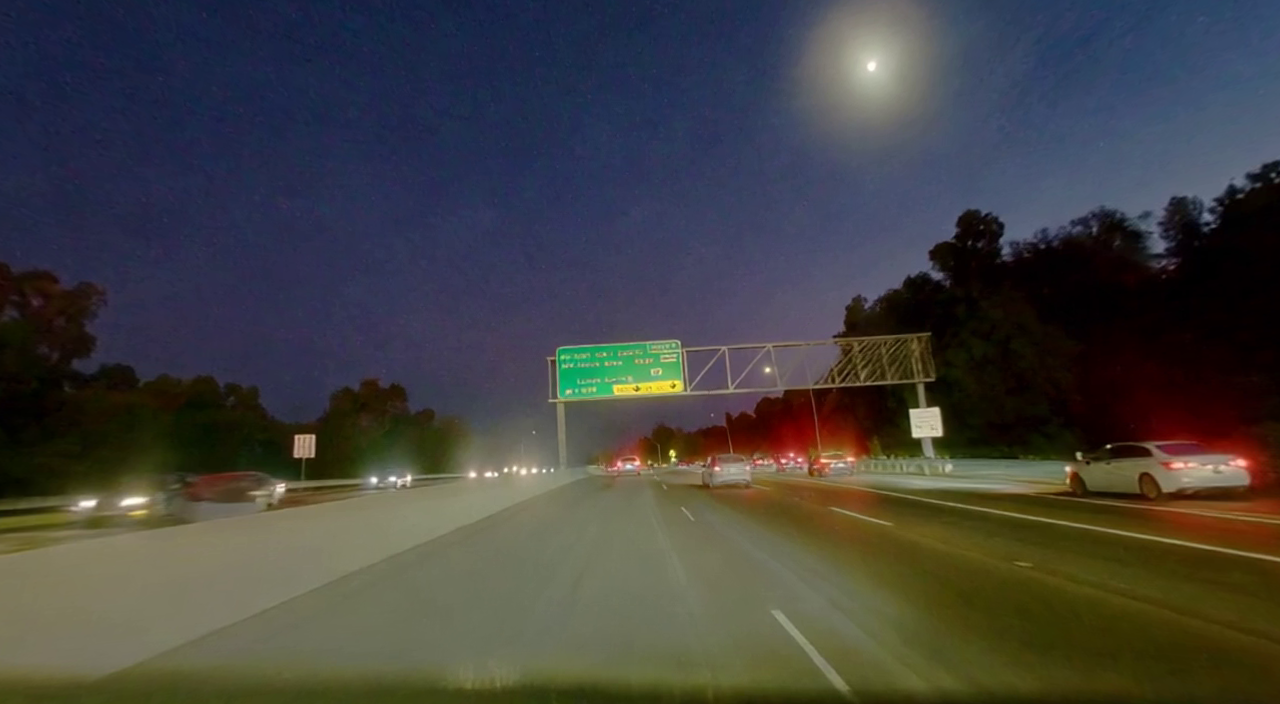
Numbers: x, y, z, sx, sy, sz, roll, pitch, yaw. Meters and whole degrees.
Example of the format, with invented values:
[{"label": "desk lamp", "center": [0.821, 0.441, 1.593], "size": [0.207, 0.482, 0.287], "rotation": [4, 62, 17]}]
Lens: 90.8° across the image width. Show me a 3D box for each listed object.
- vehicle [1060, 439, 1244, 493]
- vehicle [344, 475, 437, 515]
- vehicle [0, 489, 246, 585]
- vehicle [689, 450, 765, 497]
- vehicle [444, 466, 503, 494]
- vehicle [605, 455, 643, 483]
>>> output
[{"label": "vehicle", "center": [16.067, 3.596, 20.234], "size": [1.939, 1.529, 4.555], "rotation": [0, -9, -2]}, {"label": "vehicle", "center": [-10.554, 6.075, 27.139], "size": [2.201, 1.417, 4.255], "rotation": [0, -9, 1]}, {"label": "vehicle", "center": [-10.864, 3.810, 13.555], "size": [1.974, 1.417, 4.286], "rotation": [0, -9, 1]}, {"label": "vehicle", "center": [2.984, 4.298, 22.727], "size": [1.972, 1.488, 4.335], "rotation": [0, -9, -2]}, {"label": "vehicle", "center": [-10.606, 8.194, 40.735], "size": [2.420, 1.511, 4.810], "rotation": [0, -9, 1]}, {"label": "vehicle", "center": [-0.885, 6.843, 37.130], "size": [2.090, 1.510, 4.280], "rotation": [0, -9, 0]}]
